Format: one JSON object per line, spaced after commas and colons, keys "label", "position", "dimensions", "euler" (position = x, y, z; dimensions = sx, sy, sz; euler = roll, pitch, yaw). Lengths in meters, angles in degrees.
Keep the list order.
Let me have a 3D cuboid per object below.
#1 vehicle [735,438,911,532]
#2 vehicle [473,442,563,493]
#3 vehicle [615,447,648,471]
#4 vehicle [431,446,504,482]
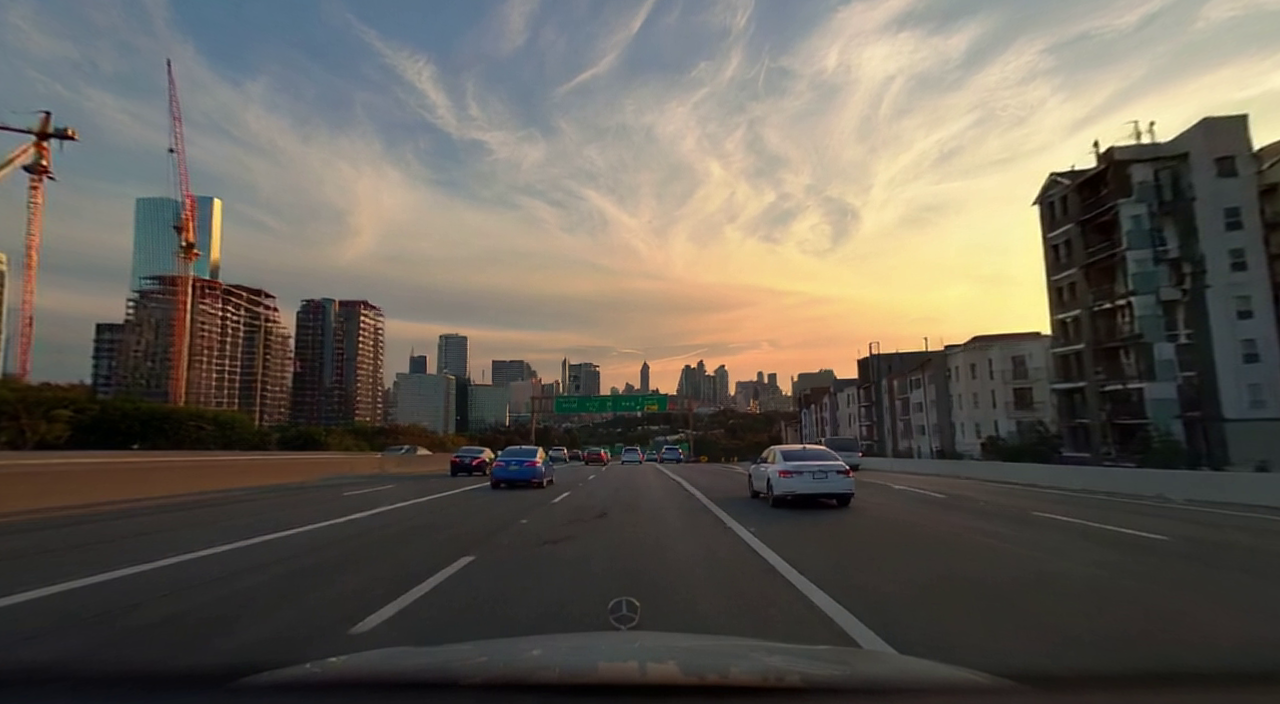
{"label": "vehicle", "position": [3.275, 2.465, 12.406], "dimensions": [1.995, 1.486, 4.463], "euler": [0, -9, -2]}
{"label": "vehicle", "position": [-3.978, 3.841, 21.464], "dimensions": [2.136, 1.512, 4.488], "euler": [0, -9, 1]}
{"label": "vehicle", "position": [-0.550, 7.014, 41.504], "dimensions": [2.019, 1.472, 3.971], "euler": [0, -9, -1]}
{"label": "vehicle", "position": [-7.909, 5.157, 29.490], "dimensions": [2.043, 1.494, 4.824], "euler": [0, -9, 0]}
